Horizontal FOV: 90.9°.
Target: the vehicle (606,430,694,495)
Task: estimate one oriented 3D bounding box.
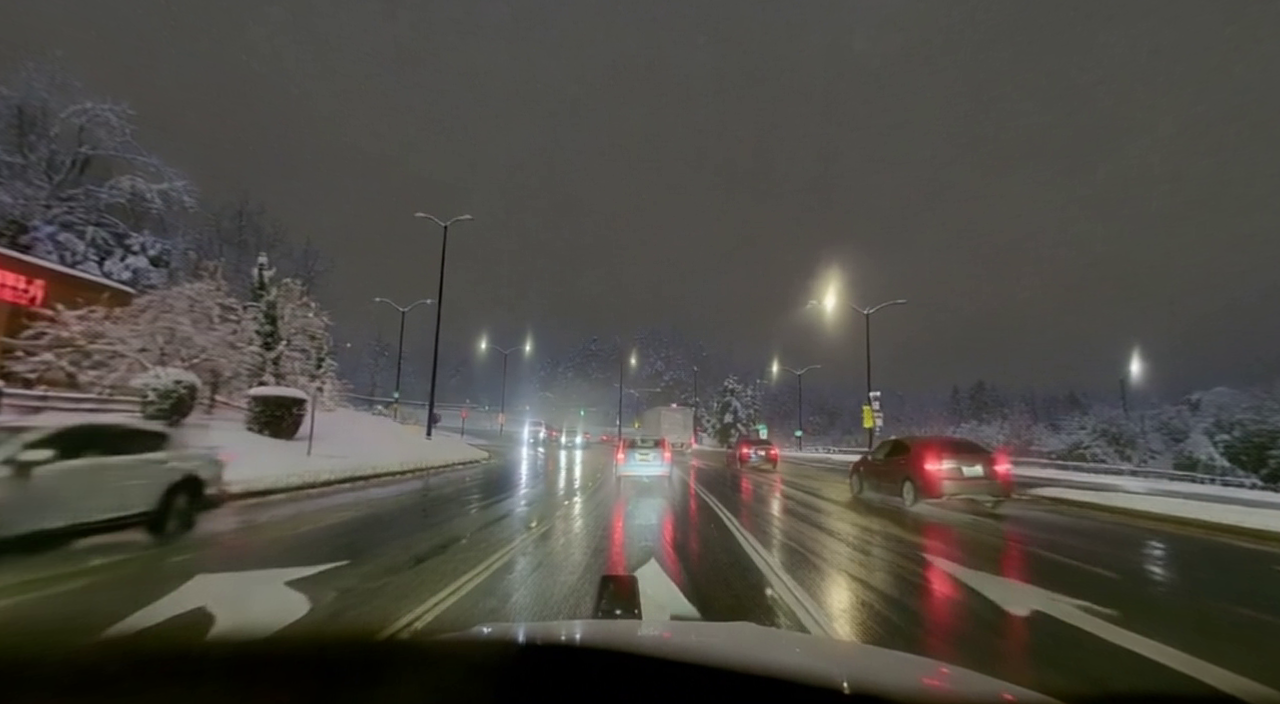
[{"bbox_3d":[0.233,2.750,16.122,1.991,1.472,3.518,0,-8,0],"label":"vehicle"}]

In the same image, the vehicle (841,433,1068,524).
[{"bbox_3d":[5.822,2.365,12.558,2.081,1.434,4.833,0,-8,1],"label":"vehicle"}]

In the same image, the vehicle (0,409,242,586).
[{"bbox_3d":[-6.426,1.352,6.188,1.980,1.499,4.417,0,-8,3],"label":"vehicle"}]

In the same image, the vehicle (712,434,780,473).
[{"bbox_3d":[4.258,4.118,25.939,1.889,1.480,3.876,1,-8,-4],"label":"vehicle"}]
